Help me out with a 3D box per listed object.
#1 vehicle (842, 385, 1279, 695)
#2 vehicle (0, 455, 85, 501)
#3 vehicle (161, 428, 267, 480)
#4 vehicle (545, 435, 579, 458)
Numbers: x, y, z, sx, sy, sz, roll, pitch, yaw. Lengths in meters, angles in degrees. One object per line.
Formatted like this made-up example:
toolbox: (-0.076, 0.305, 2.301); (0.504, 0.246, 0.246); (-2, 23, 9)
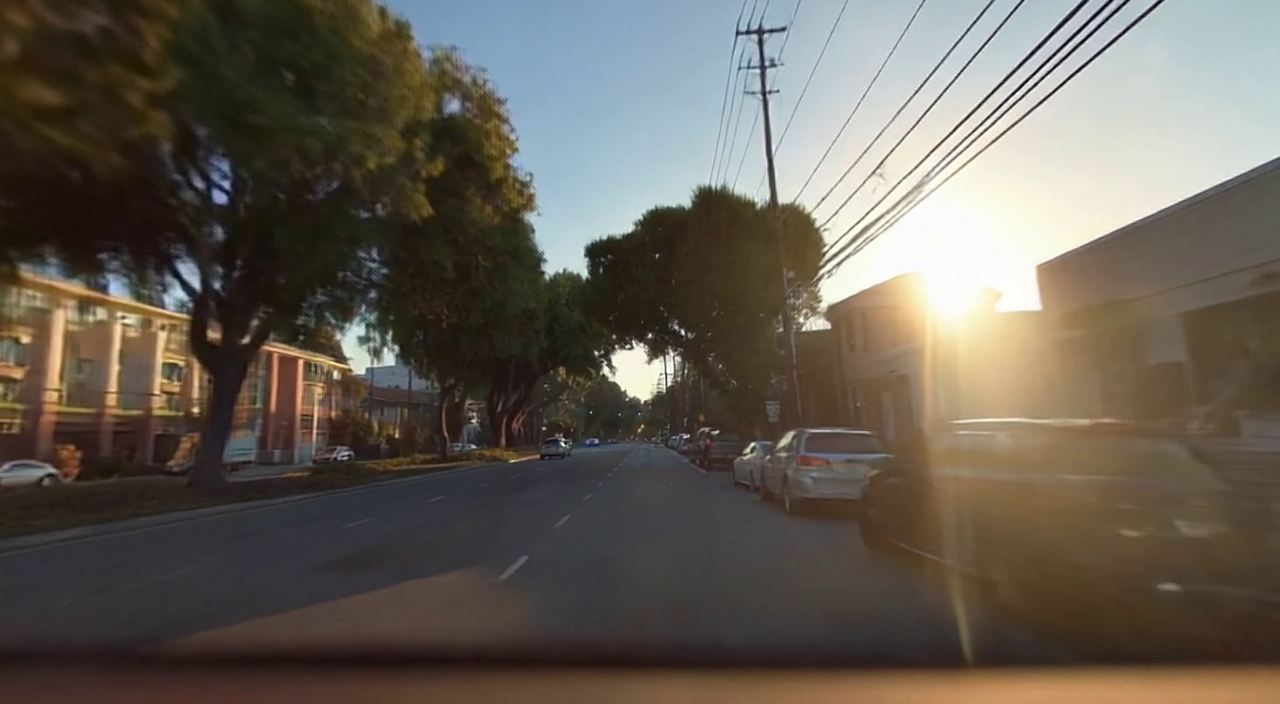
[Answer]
vehicle: (3.675, 1.356, 5.850); (2.041, 1.661, 4.773); (0, -8, 0)
vehicle: (-25.783, 5.093, 25.710); (2.121, 1.699, 4.506); (0, -8, 0)
vehicle: (-25.689, 6.171, 38.433); (2.223, 2.895, 5.824); (0, -8, 1)
vehicle: (-5.986, 7.299, 48.858); (2.000, 1.671, 4.497); (0, -8, 2)
